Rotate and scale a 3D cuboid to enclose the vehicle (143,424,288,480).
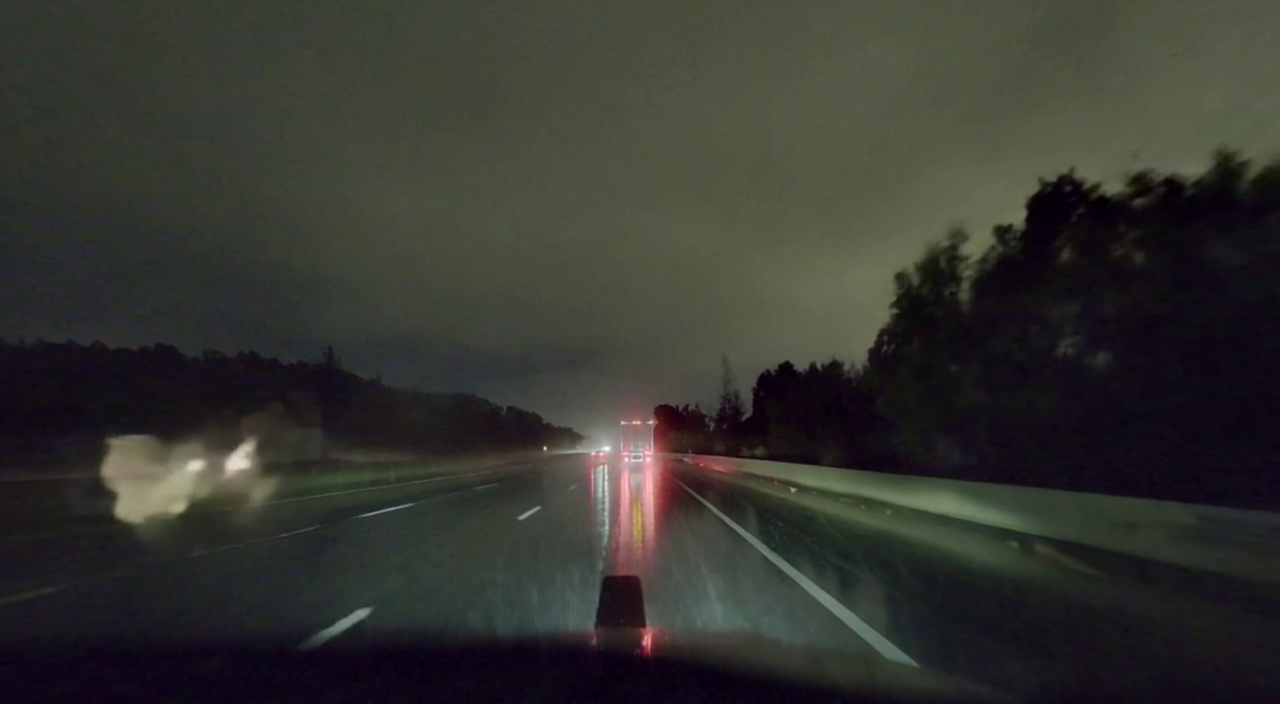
[{"bbox_3d":[-21.051,5.034,31.846,2.752,2.503,6.358,0,-9,1],"label":"vehicle"}]
